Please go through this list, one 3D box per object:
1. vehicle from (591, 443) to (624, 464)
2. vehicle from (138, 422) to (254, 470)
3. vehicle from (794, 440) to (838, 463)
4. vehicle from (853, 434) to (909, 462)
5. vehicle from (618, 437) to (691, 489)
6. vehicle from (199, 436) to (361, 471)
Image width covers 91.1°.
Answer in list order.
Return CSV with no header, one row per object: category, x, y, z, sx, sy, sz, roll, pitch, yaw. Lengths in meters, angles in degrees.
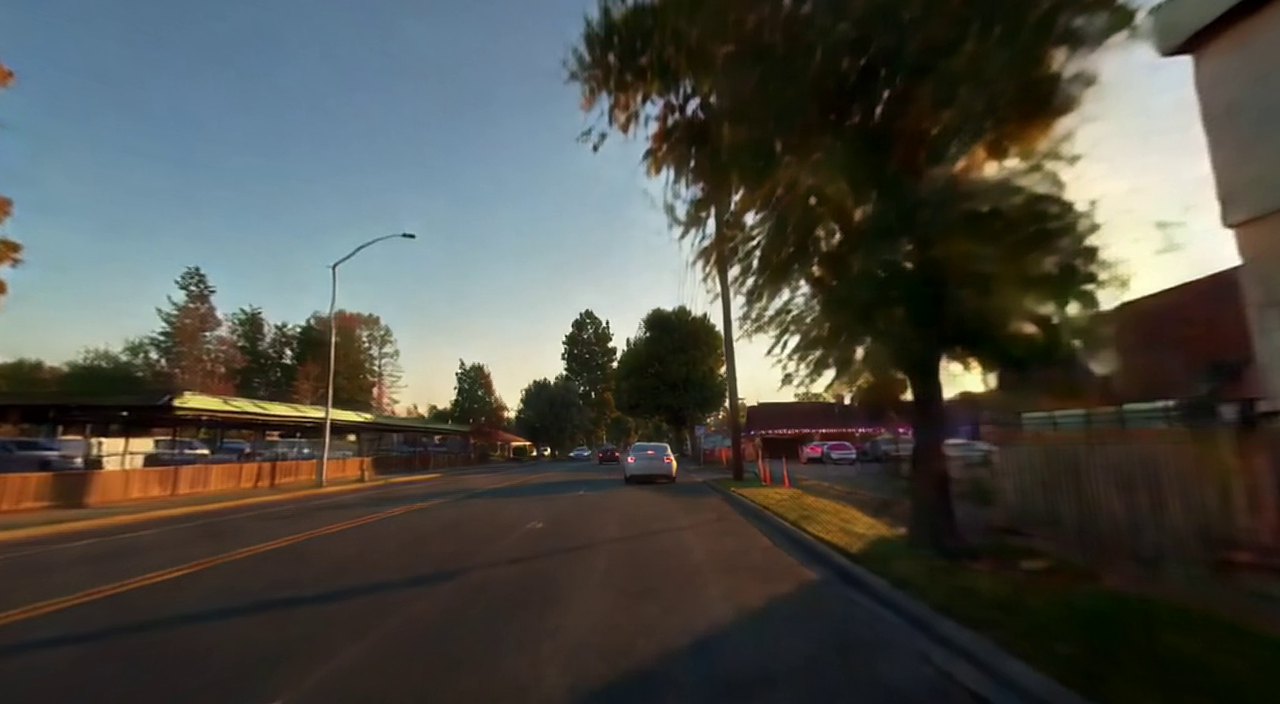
vehicle,-2.496,7.942,49.246,2.208,1.520,4.358,0,-9,2
vehicle,-31.639,6.669,45.130,2.945,3.103,6.716,0,-7,5
vehicle,12.155,6.919,43.588,1.970,1.501,4.514,0,-9,3
vehicle,16.430,6.572,43.042,2.101,1.825,4.700,0,-9,2
vehicle,0.401,3.564,20.557,2.144,1.514,4.063,0,-9,0
vehicle,-27.522,7.913,49.724,2.951,2.274,15.187,0,-8,5
